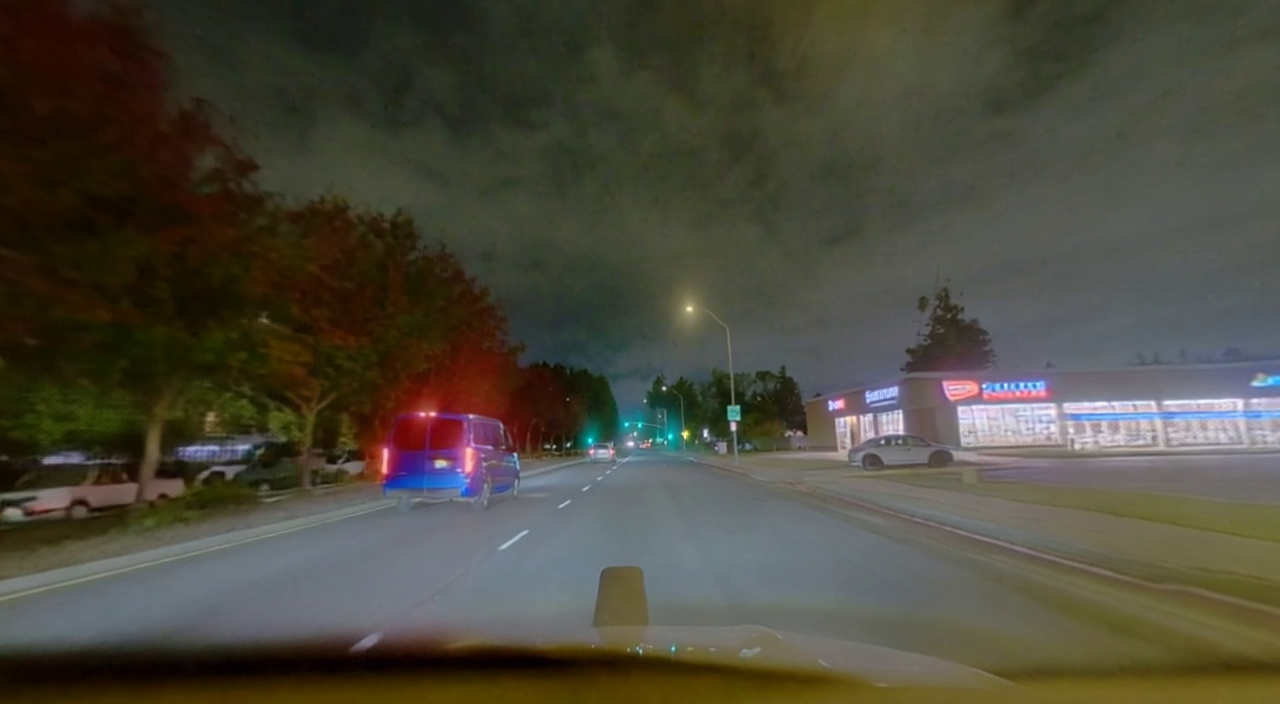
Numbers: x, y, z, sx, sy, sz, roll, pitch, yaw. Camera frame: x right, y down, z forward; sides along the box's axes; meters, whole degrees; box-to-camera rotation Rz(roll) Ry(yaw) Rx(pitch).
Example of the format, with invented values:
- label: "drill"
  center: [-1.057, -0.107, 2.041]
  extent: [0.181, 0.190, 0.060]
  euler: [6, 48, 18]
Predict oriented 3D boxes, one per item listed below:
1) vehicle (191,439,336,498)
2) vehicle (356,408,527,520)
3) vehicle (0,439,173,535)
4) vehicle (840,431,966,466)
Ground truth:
- label: "vehicle"
  center: [-11.759, 3.618, 20.007]
  extent: [2.044, 1.649, 4.211]
  euler: [0, -8, -1]
- label: "vehicle"
  center: [-3.985, 2.350, 13.729]
  extent: [2.152, 1.987, 4.952]
  euler: [0, -8, -1]
- label: "vehicle"
  center: [-12.150, 2.574, 12.465]
  extent: [2.024, 1.656, 4.837]
  euler: [0, -8, 0]
- label: "vehicle"
  center: [11.360, 4.198, 27.395]
  extent: [4.607, 1.471, 1.982]
  euler: [0, -8, 1]
